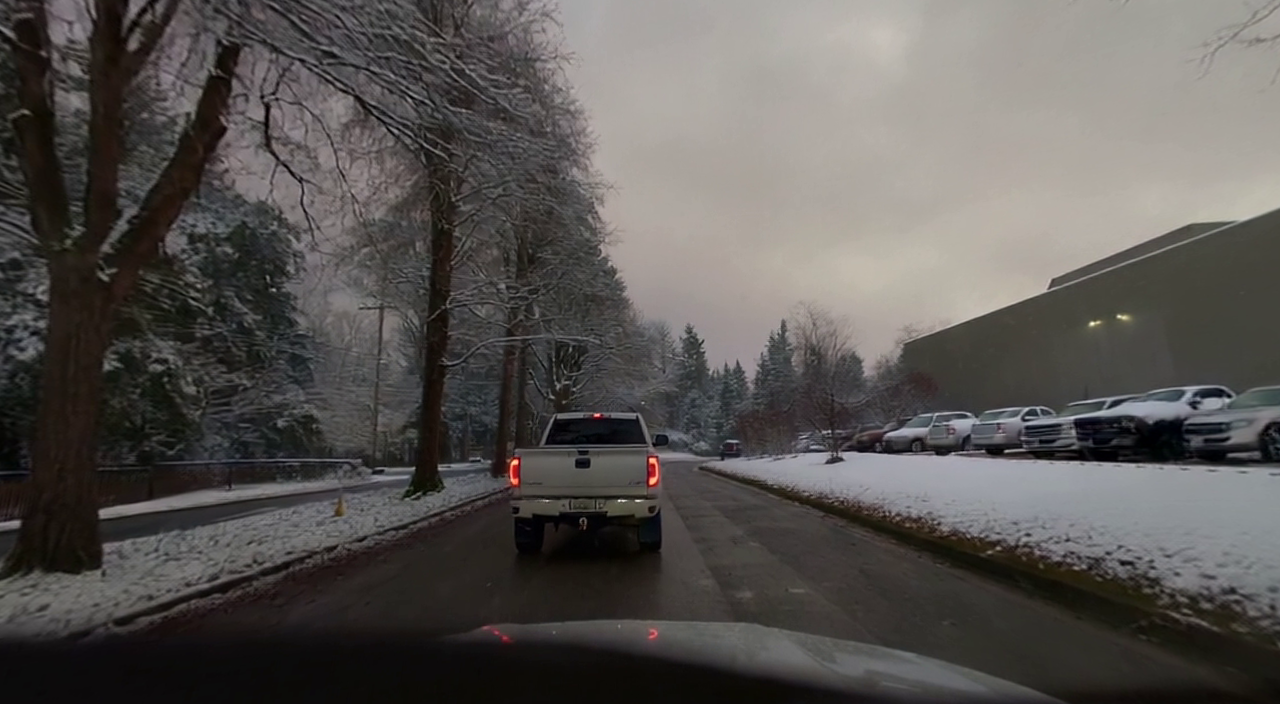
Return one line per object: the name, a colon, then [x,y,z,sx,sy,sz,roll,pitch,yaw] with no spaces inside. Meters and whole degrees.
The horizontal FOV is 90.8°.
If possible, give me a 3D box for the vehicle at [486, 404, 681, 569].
vehicle: [-0.585,1.867,9.597,2.157,1.816,5.039,0,-9,1]
